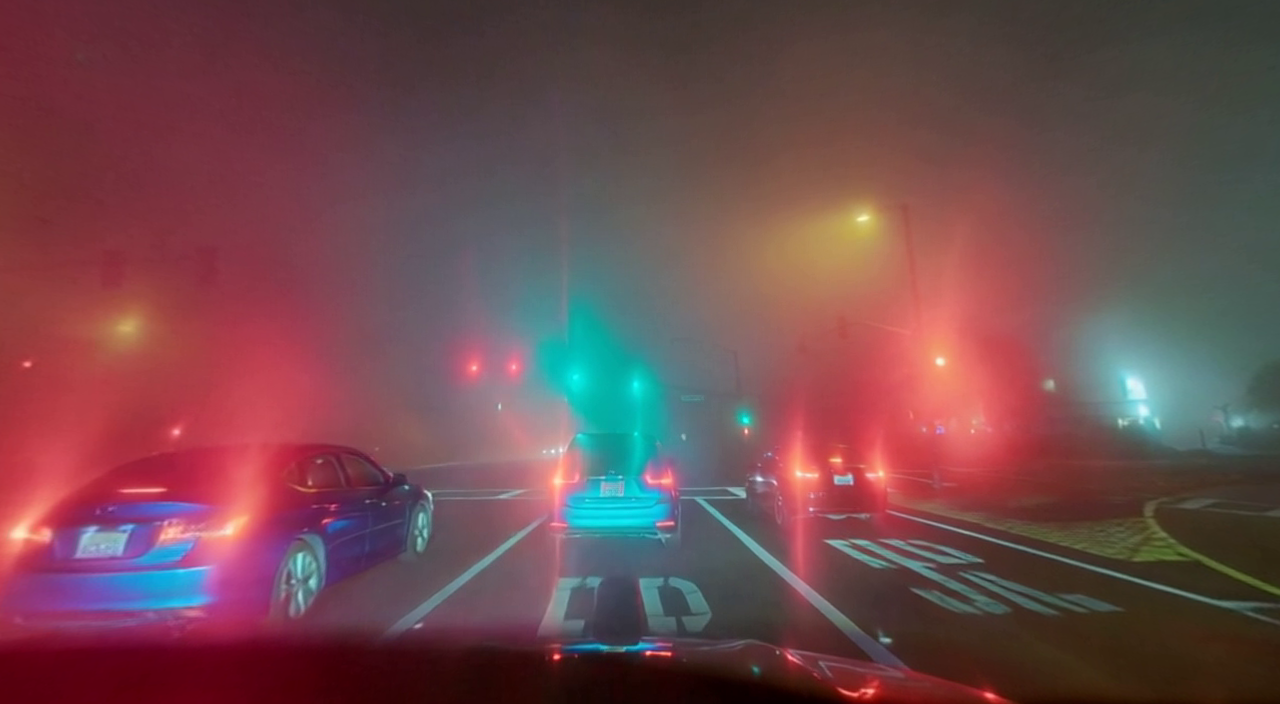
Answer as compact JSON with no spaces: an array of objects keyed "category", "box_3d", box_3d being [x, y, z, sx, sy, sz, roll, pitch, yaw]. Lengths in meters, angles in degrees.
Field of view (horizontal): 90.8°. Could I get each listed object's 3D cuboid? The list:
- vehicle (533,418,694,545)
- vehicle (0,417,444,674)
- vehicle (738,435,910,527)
[{"category":"vehicle","box_3d":[-0.351,1.929,10.003,2.038,1.599,3.844,0,-8,0]},{"category":"vehicle","box_3d":[-3.584,1.455,5.962,2.052,1.472,4.479,0,-8,0]},{"category":"vehicle","box_3d":[3.271,2.382,12.293,1.970,1.449,4.433,0,-8,-1]}]
